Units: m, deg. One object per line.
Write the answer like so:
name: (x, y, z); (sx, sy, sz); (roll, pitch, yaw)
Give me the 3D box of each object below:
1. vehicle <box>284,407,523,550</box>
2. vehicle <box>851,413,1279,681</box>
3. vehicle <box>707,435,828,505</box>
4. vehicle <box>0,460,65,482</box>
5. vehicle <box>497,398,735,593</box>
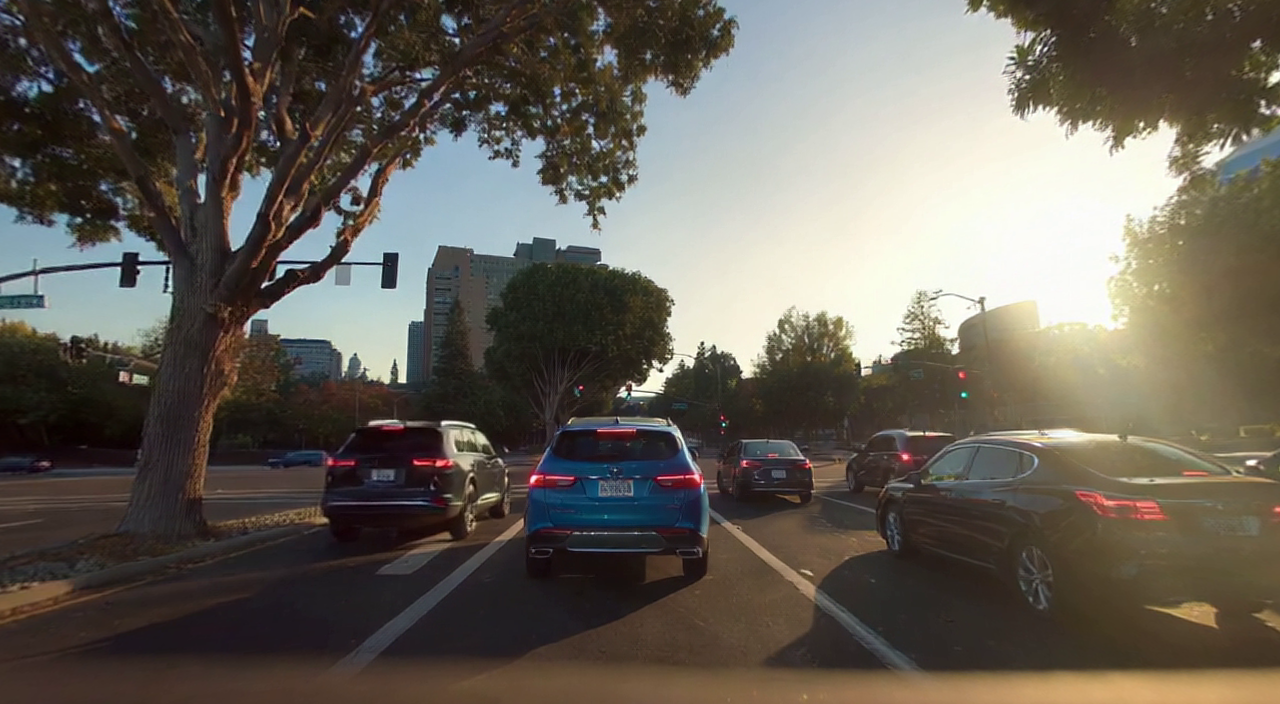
vehicle: (-3.475, 1.979, 10.611); (2.186, 1.794, 4.972); (0, -8, -1)
vehicle: (3.628, 1.397, 5.701); (1.861, 1.478, 4.185); (0, -8, -2)
vehicle: (2.986, 2.858, 15.776); (1.950, 1.506, 4.086); (0, -8, -3)
vehicle: (-42.231, 8.055, 42.855); (4.468, 1.430, 1.770); (1, -8, -5)
vehicle: (-0.268, 1.554, 7.626); (2.101, 1.707, 3.904); (0, -8, -2)
